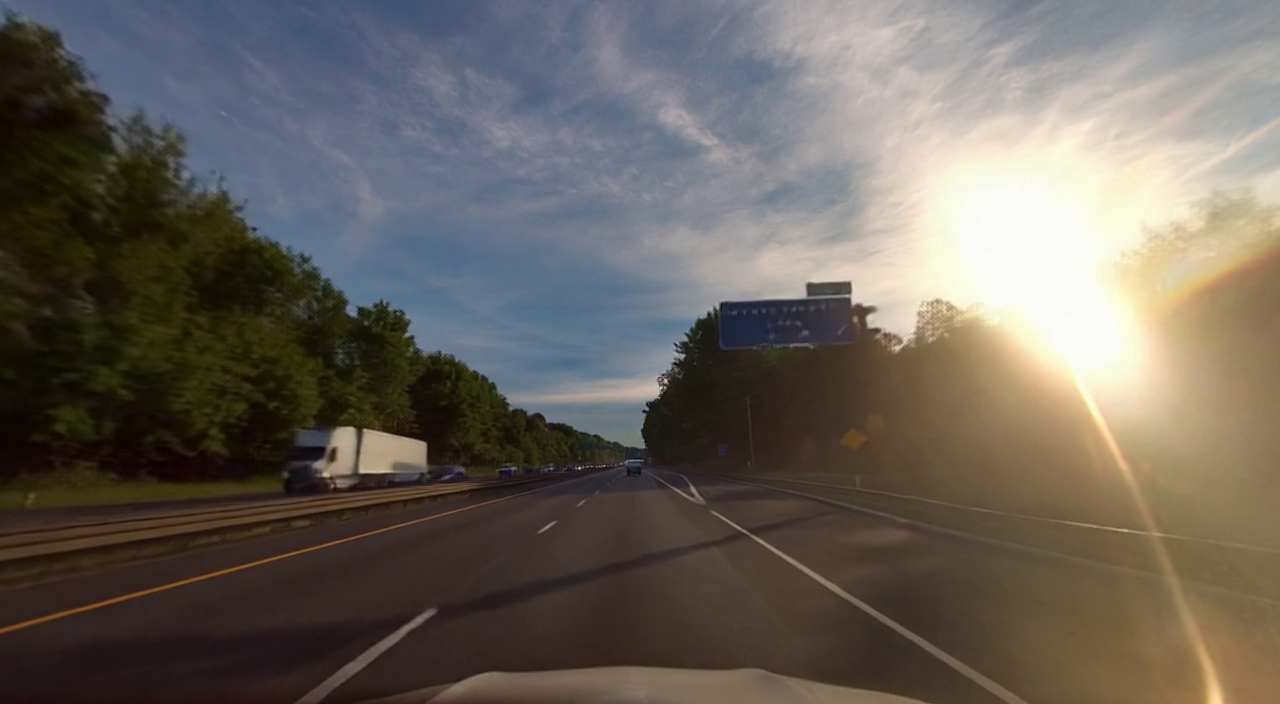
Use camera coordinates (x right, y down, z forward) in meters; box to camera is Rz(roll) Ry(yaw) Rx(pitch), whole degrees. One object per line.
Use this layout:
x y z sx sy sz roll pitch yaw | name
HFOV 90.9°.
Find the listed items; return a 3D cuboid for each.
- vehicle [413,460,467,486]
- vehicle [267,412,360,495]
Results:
-12.526 7.635 39.744 1.901 1.489 4.490 1 -10 1 | vehicle
-17.106 5.377 33.269 2.962 4.065 3.028 1 -10 -1 | vehicle
